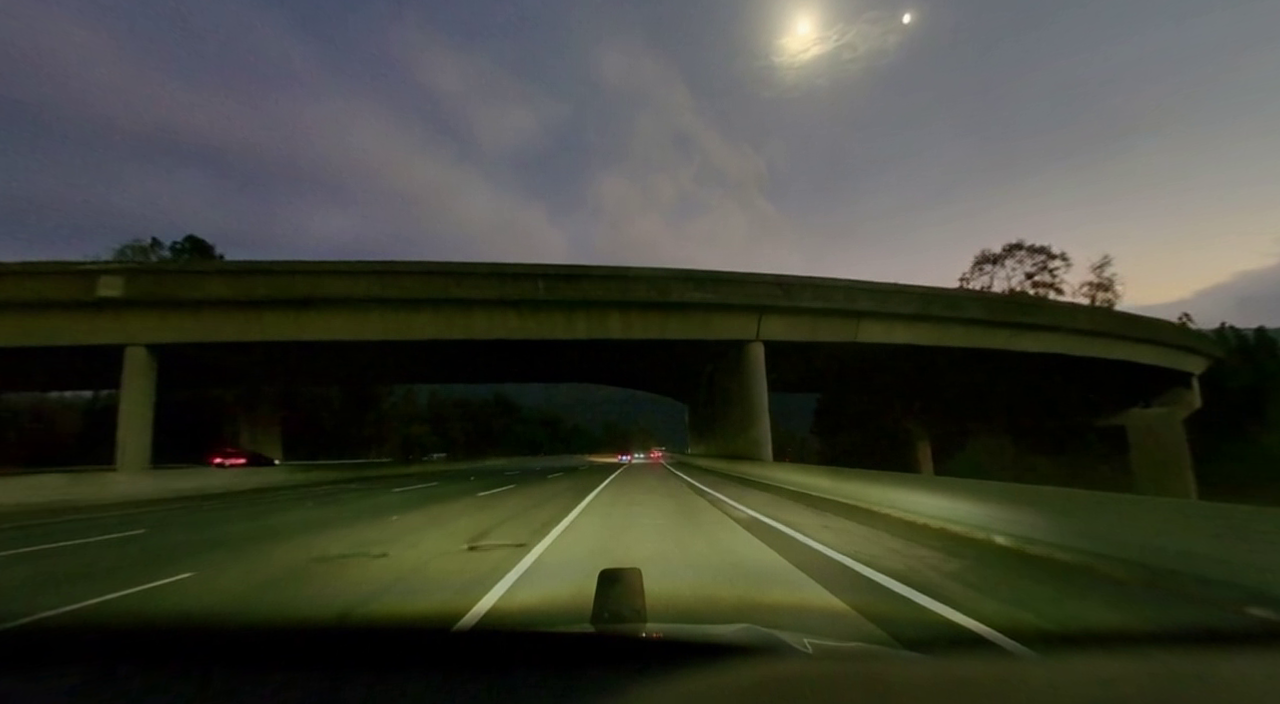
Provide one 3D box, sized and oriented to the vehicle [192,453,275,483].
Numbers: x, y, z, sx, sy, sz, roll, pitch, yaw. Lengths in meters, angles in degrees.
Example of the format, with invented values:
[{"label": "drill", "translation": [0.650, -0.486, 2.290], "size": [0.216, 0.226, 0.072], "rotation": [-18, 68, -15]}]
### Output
[{"label": "vehicle", "translation": [-24.003, 6.828, 37.437], "size": [1.817, 1.626, 4.551], "rotation": [0, -9, 1]}]
